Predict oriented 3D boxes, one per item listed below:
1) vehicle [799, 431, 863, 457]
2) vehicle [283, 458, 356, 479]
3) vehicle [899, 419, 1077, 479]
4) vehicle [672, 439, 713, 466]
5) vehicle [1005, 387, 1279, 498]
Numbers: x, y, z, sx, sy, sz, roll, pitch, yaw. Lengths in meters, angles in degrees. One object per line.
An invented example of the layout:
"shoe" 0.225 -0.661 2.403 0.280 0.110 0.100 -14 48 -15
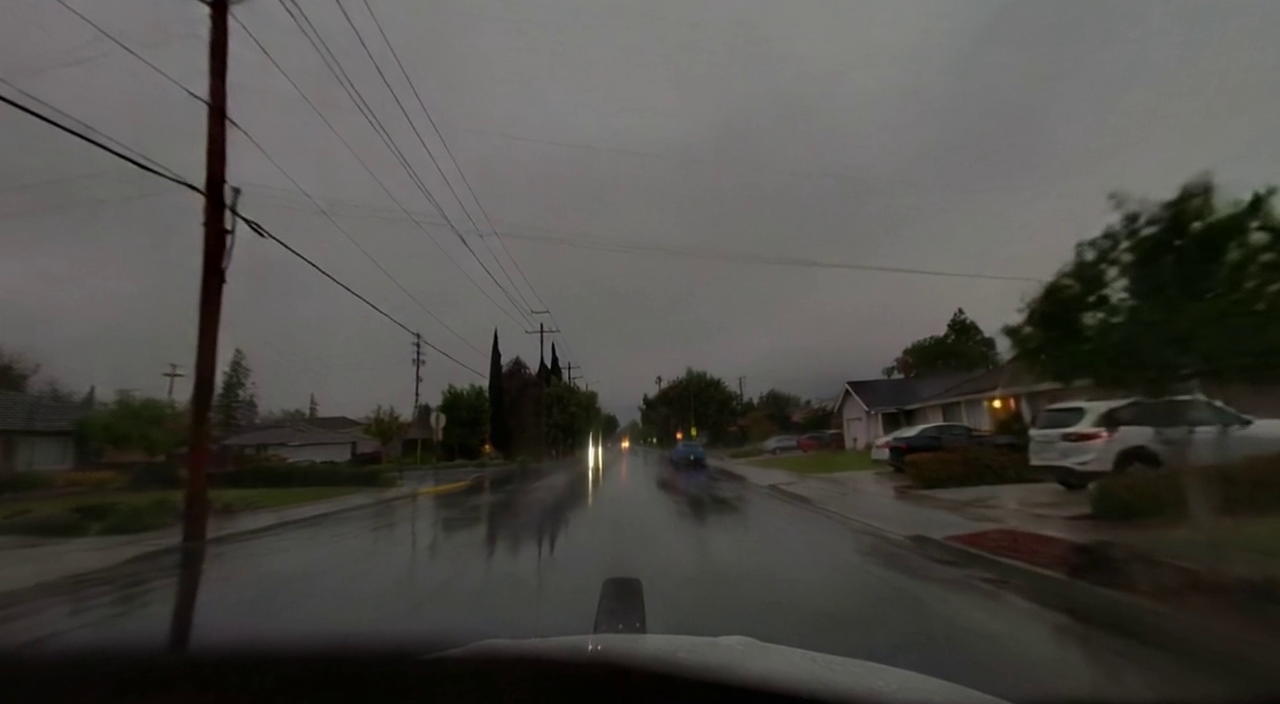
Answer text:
"vehicle" 14.959 7.244 49.703 4.283 1.660 2.035 -3 -6 -1
"vehicle" -24.231 8.816 47.832 4.479 1.475 1.842 0 -8 2
"vehicle" 10.953 3.085 20.202 4.382 1.794 2.100 0 -8 2
"vehicle" 3.454 6.740 42.454 2.134 1.720 4.515 1 -8 -3
"vehicle" 11.129 1.826 12.705 5.968 1.963 2.573 1 -8 -2
